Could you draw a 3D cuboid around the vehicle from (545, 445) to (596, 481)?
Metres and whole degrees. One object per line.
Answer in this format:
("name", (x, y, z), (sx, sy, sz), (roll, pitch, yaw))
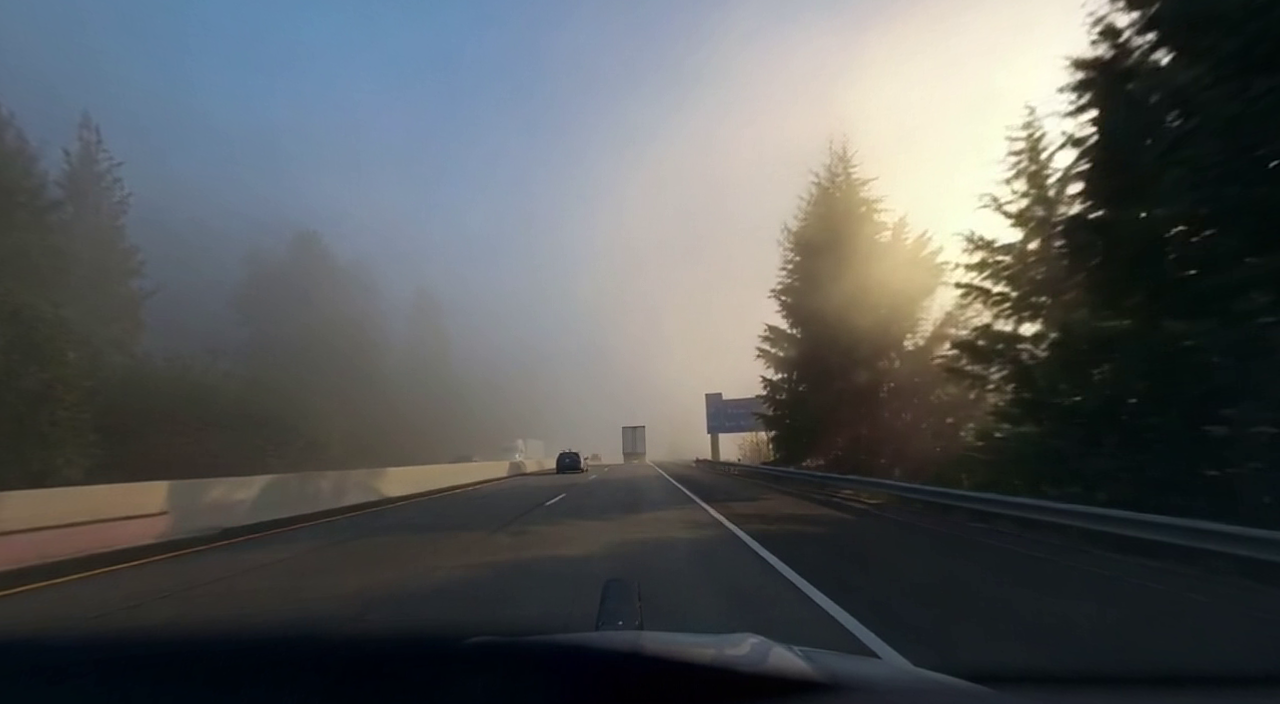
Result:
("vehicle", (-3.465, 5.642, 32.381), (2.081, 1.682, 4.425), (0, -9, 0))

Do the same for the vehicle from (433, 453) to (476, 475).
("vehicle", (-13.141, 7.942, 44.921), (1.796, 1.445, 3.995), (0, -9, 1))
